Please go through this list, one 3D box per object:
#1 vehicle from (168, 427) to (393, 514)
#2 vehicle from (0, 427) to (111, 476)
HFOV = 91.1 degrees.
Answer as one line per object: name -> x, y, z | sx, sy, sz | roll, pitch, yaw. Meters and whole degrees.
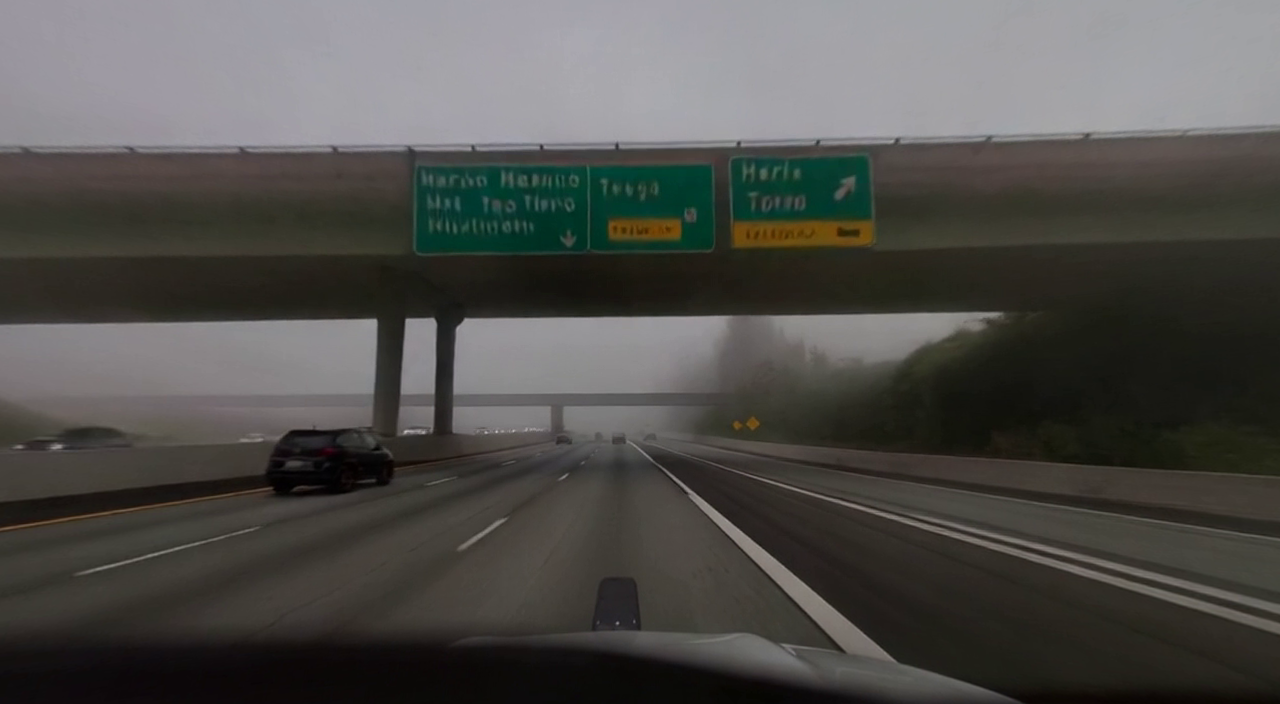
vehicle -> -7.247, 2.389, 13.386 | 2.216, 1.522, 4.412 | 0, -8, 0
vehicle -> -21.960, 3.579, 22.862 | 1.840, 1.602, 4.123 | 0, -8, -1
